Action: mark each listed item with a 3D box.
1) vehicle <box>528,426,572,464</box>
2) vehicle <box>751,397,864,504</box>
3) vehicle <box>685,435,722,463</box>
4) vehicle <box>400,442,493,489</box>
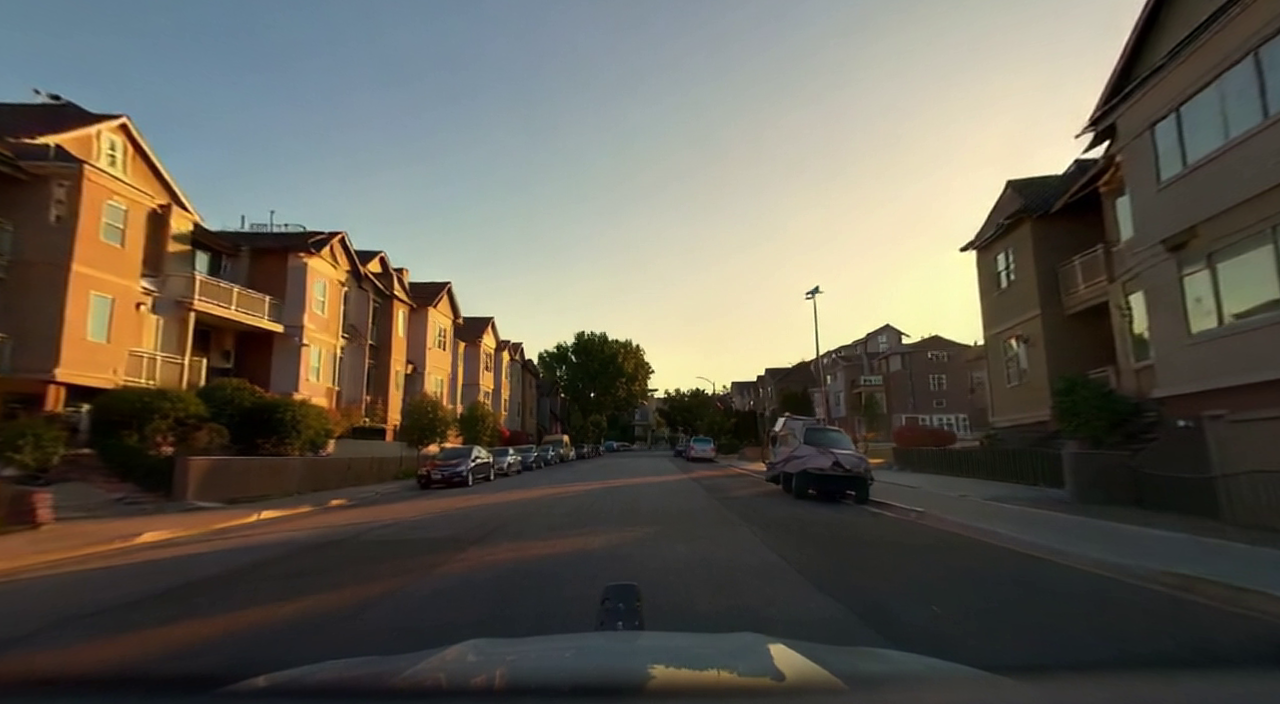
[{"bbox_3d":[-6.723,7.137,47.855,2.341,2.674,5.753,-1,-10,1],"label":"vehicle"},{"bbox_3d":[4.142,2.495,15.992,2.158,2.478,2.078,-1,-9,-1],"label":"vehicle"},{"bbox_3d":[4.708,7.331,47.662,2.216,1.955,4.970,0,-8,-1],"label":"vehicle"},{"bbox_3d":[-6.913,4.113,23.073,2.003,1.501,4.779,-1,-9,-1],"label":"vehicle"}]
